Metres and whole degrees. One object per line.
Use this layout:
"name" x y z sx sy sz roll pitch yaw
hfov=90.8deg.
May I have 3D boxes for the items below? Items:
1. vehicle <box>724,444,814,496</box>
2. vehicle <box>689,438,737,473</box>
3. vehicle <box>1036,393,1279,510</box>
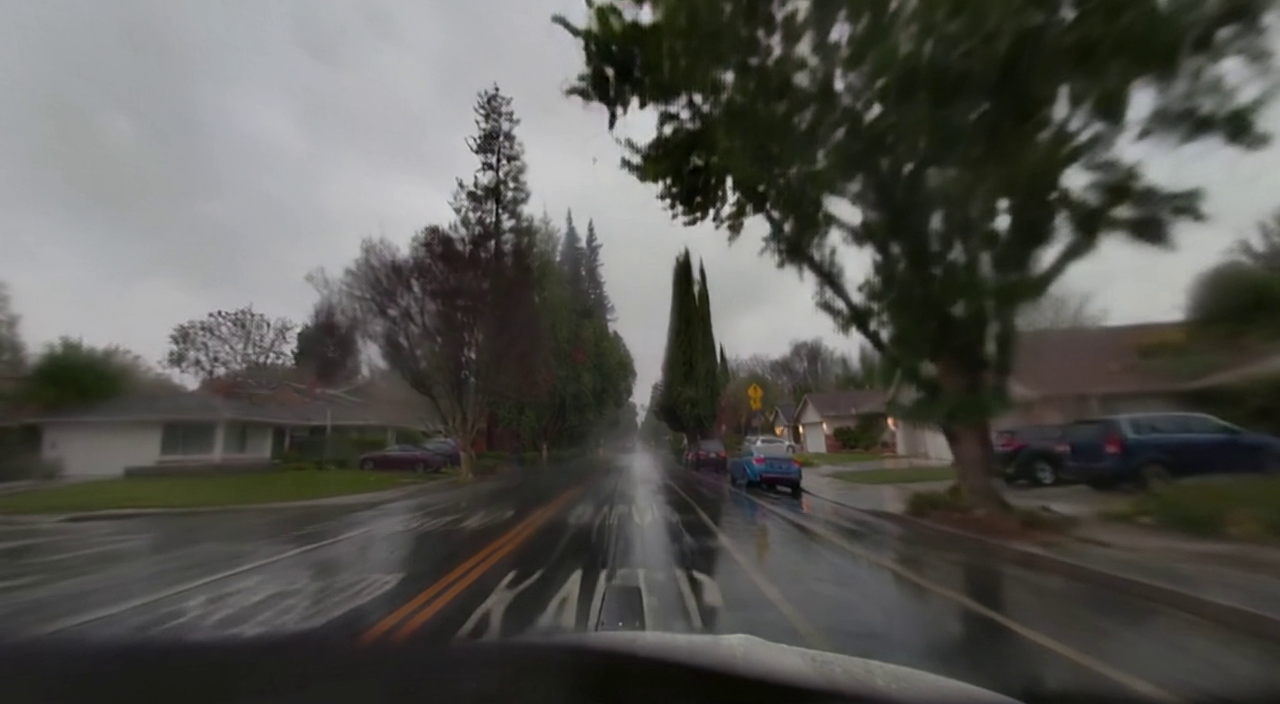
"vehicle" 3.960 3.672 20.115 1.940 1.470 4.101 0 -9 -1
"vehicle" 3.962 5.731 35.074 2.032 1.792 4.849 0 -9 0
"vehicle" 10.965 1.888 12.543 4.459 1.696 2.361 -6 -8 -1
